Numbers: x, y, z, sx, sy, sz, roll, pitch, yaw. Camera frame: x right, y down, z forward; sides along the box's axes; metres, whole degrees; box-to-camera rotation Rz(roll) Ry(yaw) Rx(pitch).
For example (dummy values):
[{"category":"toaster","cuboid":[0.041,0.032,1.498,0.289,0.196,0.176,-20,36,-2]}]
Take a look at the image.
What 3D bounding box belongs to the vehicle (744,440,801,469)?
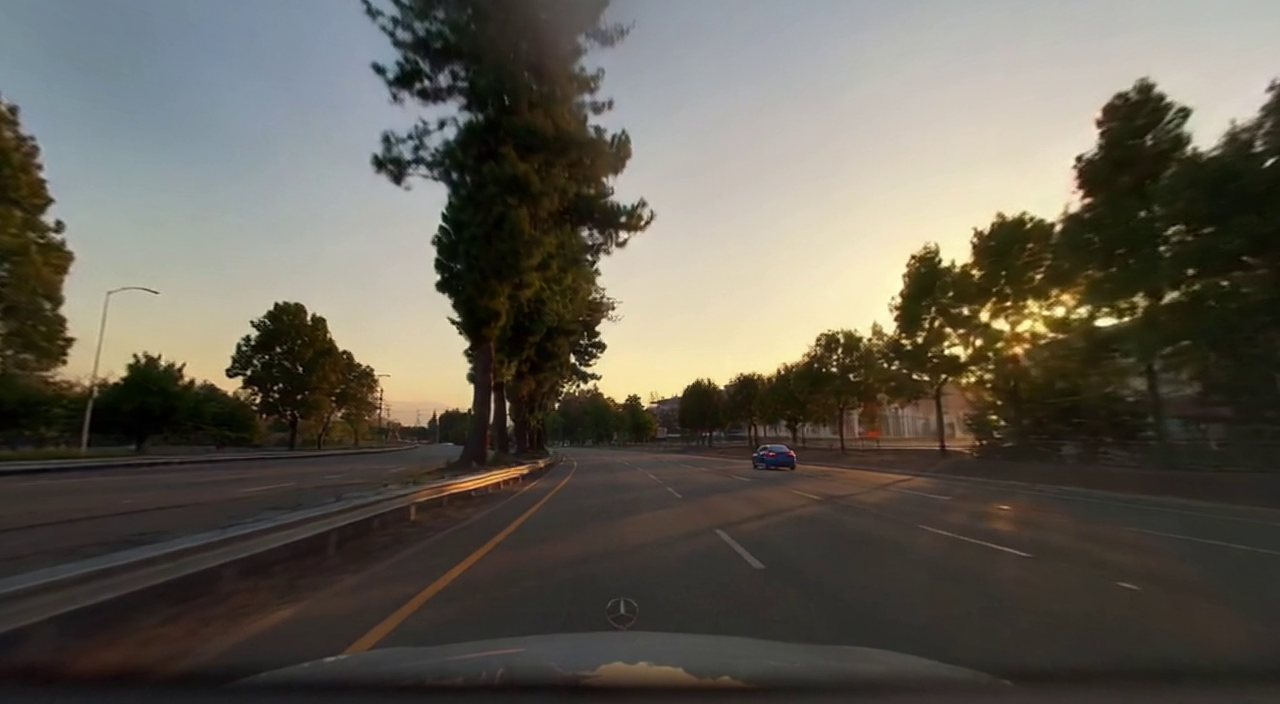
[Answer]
[{"category":"vehicle","cuboid":[7.390,5.759,35.550,1.908,1.483,4.474,1,-8,-5]}]
